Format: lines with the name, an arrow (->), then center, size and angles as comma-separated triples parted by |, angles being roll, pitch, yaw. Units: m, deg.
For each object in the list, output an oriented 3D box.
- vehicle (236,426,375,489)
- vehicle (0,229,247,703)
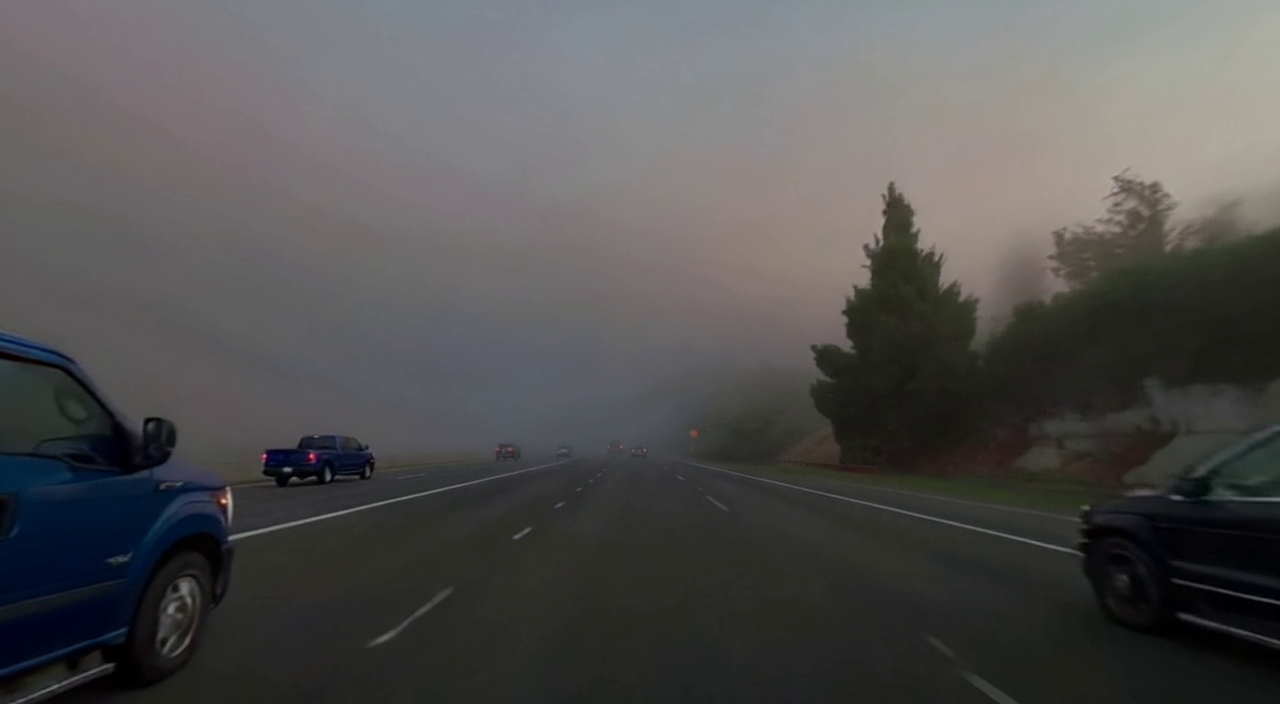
vehicle -> -11.062, 3.546, 21.438 | 2.012, 1.875, 4.895 | 0, -9, 0
vehicle -> -3.520, 0.349, 0.421 | 2.483, 2.100, 6.208 | 0, -9, 0
